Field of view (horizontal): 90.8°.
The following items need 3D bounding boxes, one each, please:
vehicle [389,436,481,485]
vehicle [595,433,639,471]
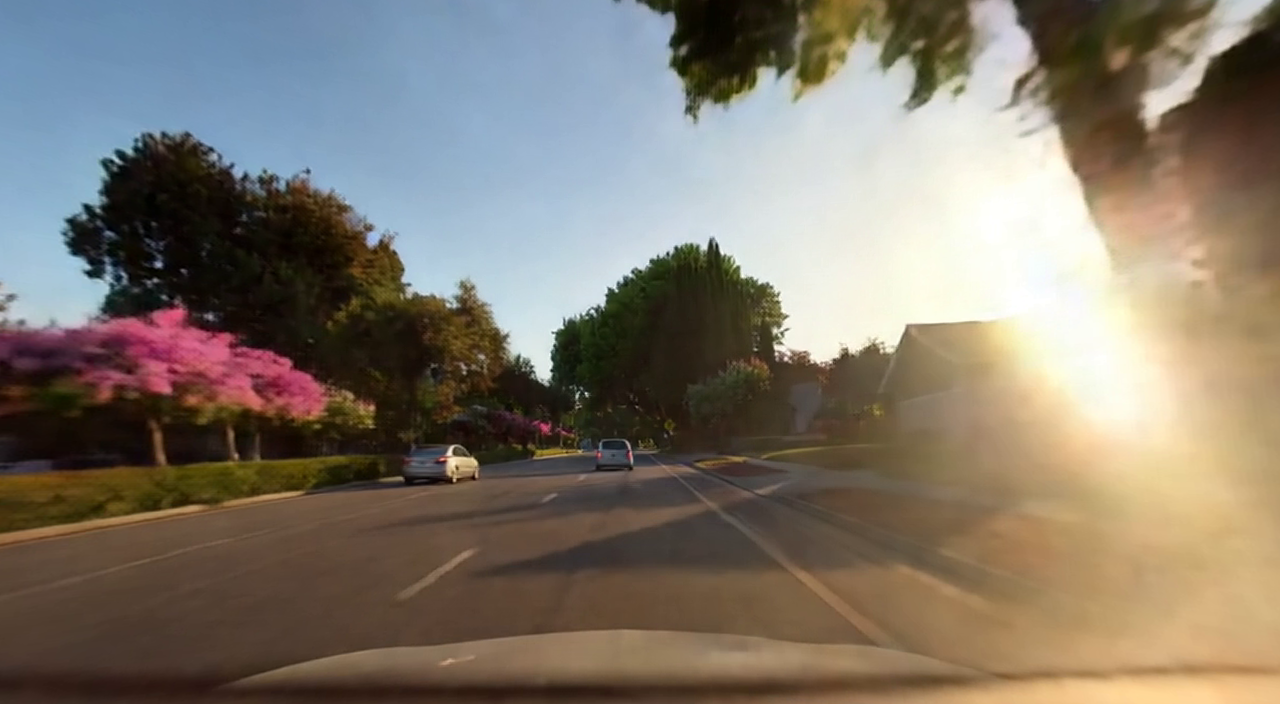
[{"bbox_3d":[-7.678,4.087,24.196,1.993,1.657,4.487,0,-8,0],"label":"vehicle"},{"bbox_3d":[-1.077,5.051,32.213,2.070,1.764,4.552,0,-8,0],"label":"vehicle"}]
